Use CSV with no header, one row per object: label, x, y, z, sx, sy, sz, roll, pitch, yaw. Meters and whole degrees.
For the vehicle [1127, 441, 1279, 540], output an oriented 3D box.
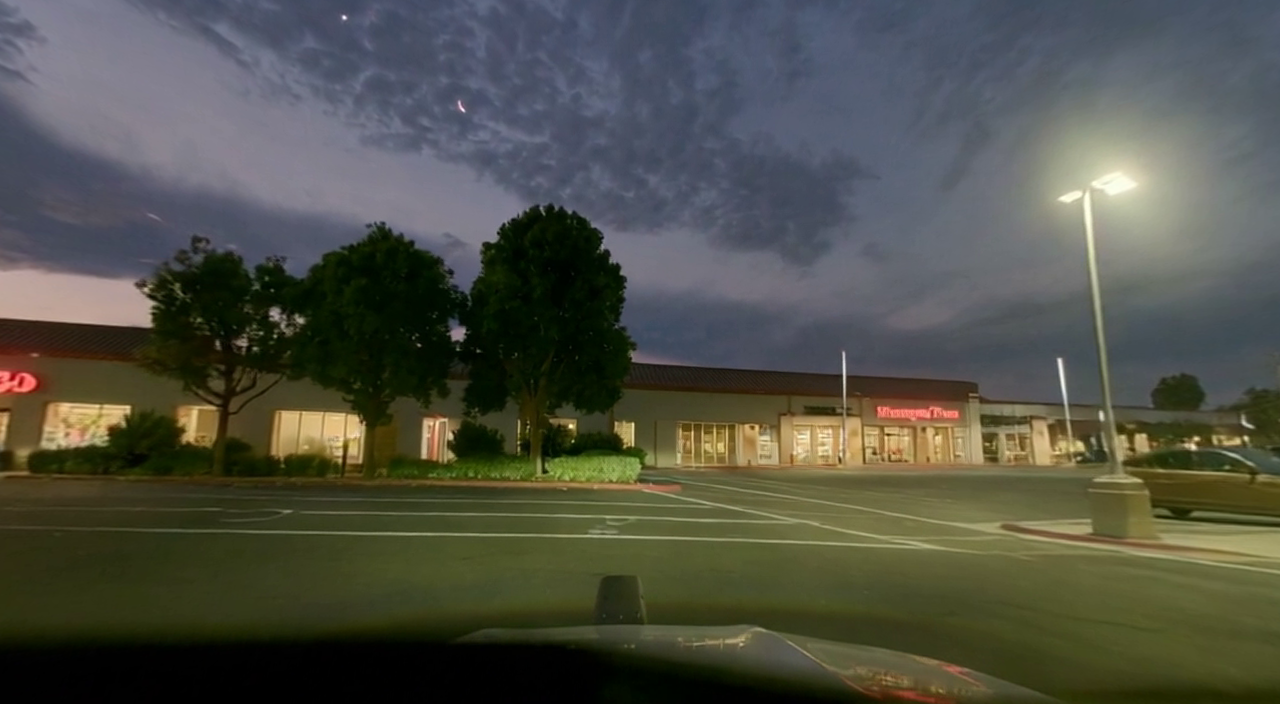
vehicle,10.980,2.178,9.995,2.140,1.507,4.856,2,-9,-11
